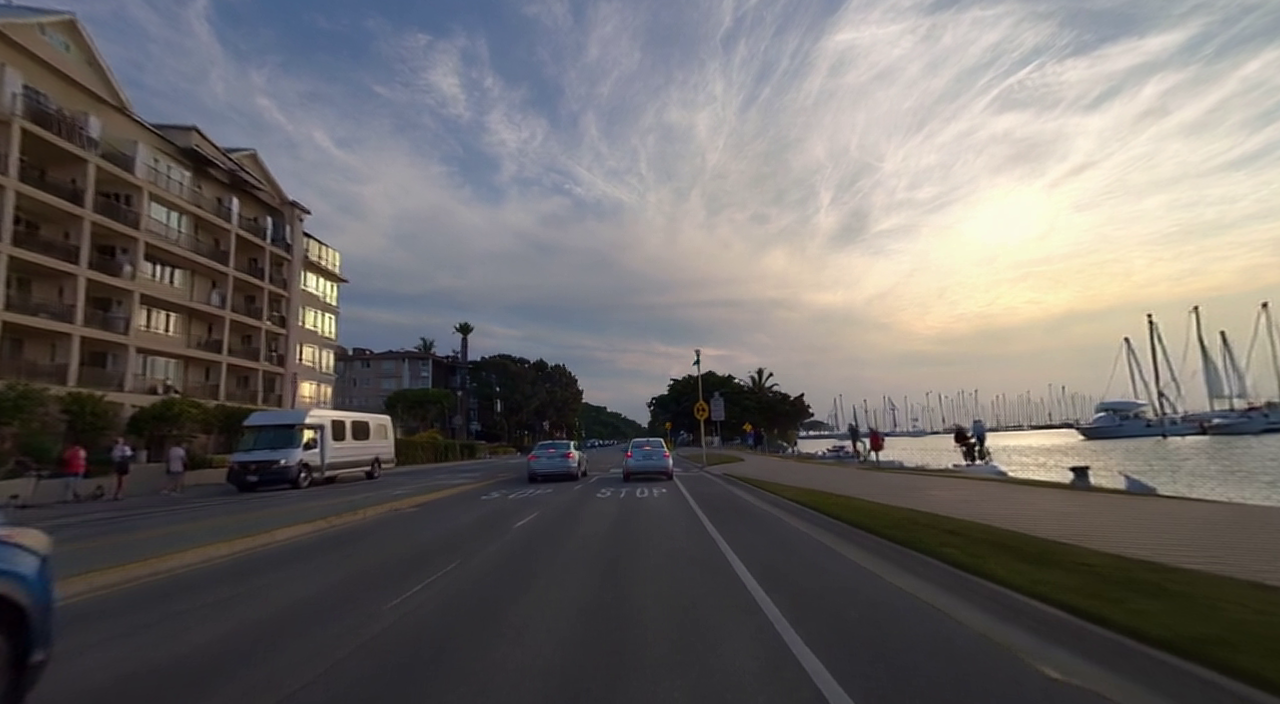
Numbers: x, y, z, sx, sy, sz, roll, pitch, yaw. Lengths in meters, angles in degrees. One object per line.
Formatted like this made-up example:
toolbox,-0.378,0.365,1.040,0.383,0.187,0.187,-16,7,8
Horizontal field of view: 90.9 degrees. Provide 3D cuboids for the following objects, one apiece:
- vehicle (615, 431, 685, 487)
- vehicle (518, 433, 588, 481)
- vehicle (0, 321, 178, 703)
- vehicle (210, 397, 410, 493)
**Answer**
vehicle,0.286,3.413,20.319,2.057,1.624,3.726,0,-9,0
vehicle,-3.263,4.054,24.619,2.056,1.680,4.205,-1,-8,1
vehicle,-3.561,0.577,0.947,2.082,1.817,4.724,0,-9,1
vehicle,-13.182,3.934,26.617,2.924,3.288,9.352,-1,-9,3
